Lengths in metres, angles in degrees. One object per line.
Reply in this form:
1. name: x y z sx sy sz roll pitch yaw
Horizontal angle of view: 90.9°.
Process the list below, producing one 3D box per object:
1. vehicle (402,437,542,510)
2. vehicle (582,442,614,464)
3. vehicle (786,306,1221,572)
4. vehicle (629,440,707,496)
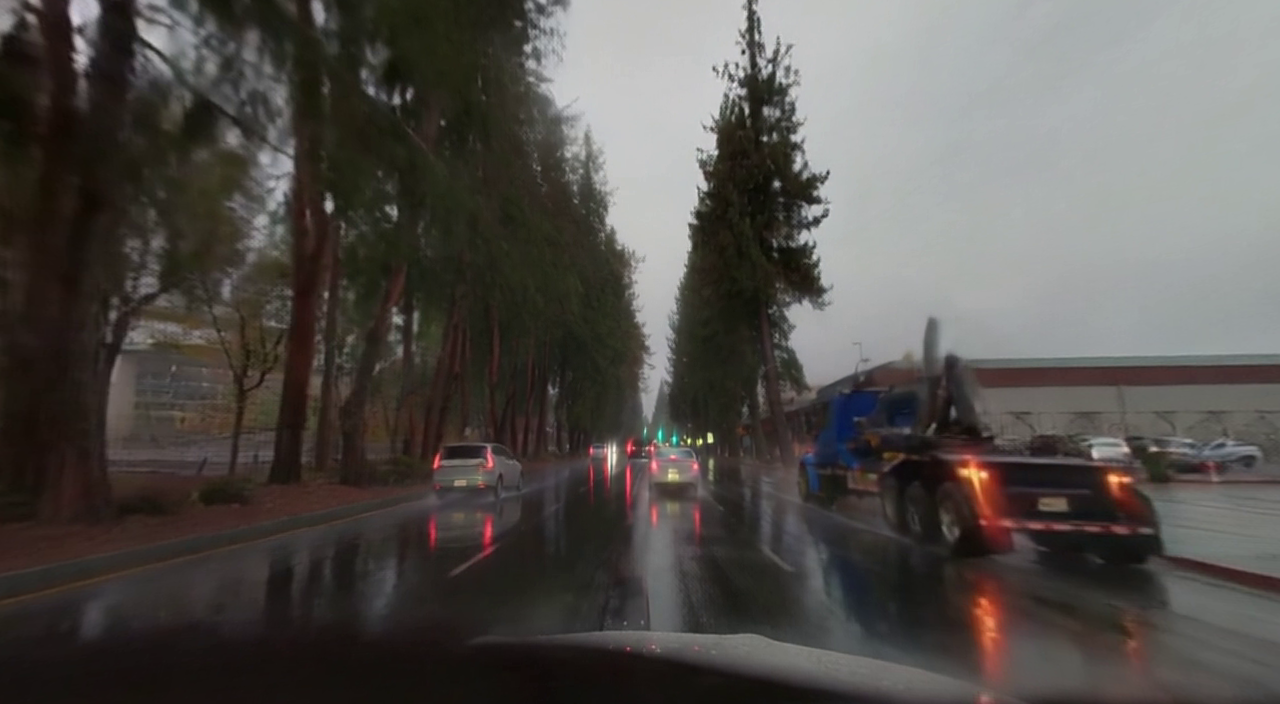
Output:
1. vehicle: -3.885 2.901 15.576 2.003 1.507 4.808 0 -9 2
2. vehicle: -3.200 7.871 49.064 2.062 1.641 4.193 0 -9 2
3. vehicle: 5.453 1.671 12.201 3.089 3.258 8.841 0 -8 0
4. vehicle: 0.844 3.428 18.967 2.086 1.466 4.026 0 -9 3
